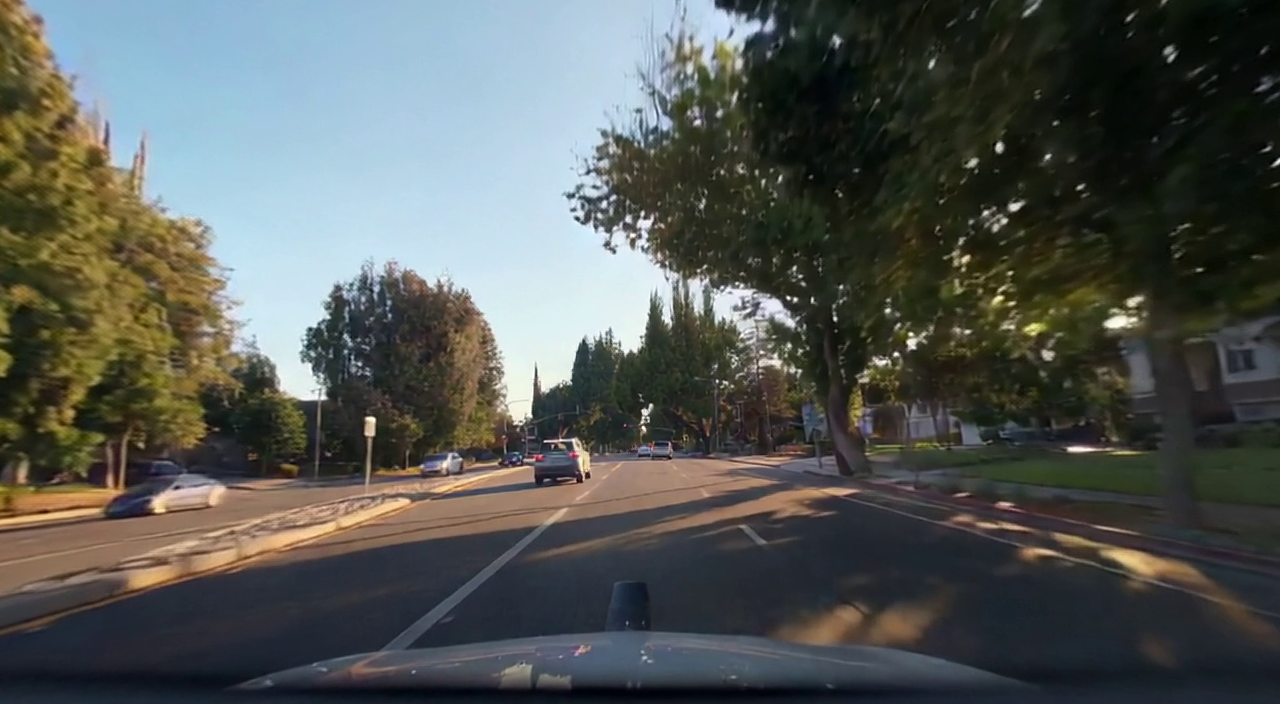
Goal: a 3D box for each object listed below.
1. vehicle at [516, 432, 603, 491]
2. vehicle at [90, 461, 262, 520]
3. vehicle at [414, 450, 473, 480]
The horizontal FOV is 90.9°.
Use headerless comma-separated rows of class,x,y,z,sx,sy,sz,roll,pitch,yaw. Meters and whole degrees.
vehicle,-2.720,3.880,22.792,2.459,1.825,5.380,0,-8,0
vehicle,-14.757,4.404,20.509,1.981,1.503,4.796,-1,-8,0
vehicle,-11.633,6.694,37.673,2.061,1.631,4.502,-1,-8,0
